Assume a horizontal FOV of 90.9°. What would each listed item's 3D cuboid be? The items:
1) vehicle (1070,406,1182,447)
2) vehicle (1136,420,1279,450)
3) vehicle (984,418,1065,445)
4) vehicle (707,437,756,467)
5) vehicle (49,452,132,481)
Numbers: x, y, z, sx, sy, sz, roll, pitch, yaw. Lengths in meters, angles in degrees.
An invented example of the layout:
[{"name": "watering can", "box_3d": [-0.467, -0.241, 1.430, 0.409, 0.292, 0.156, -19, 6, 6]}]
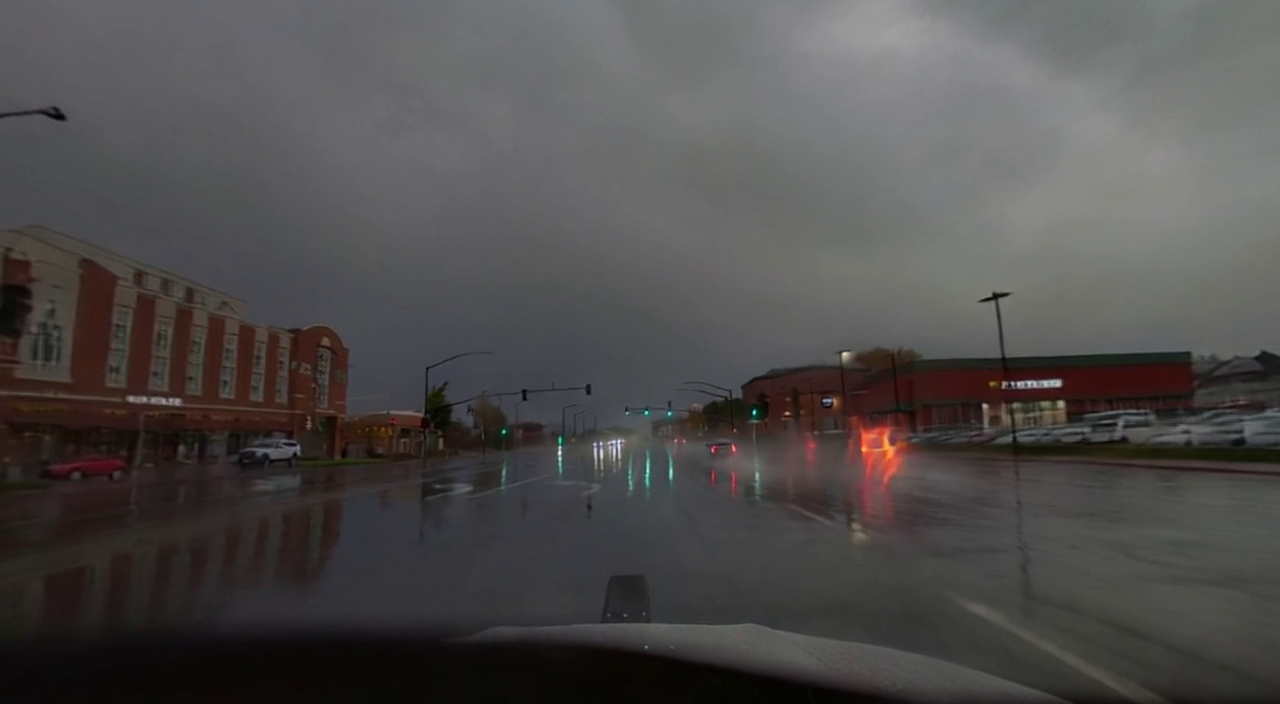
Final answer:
[{"name": "vehicle", "box_3d": [26.726, 4.221, 35.035, 2.340, 2.048, 6.148, -2, -9, 12]}, {"name": "vehicle", "box_3d": [27.037, 3.429, 26.326, 2.870, 1.165, 10.713, -1, -8, -9]}, {"name": "vehicle", "box_3d": [26.713, 5.569, 43.877, 4.326, 1.788, 1.984, 0, -8, -1]}, {"name": "vehicle", "box_3d": [4.880, 5.407, 34.279, 2.038, 1.528, 4.259, 0, -8, 0]}, {"name": "vehicle", "box_3d": [-33.727, 7.000, 38.840, 1.781, 1.590, 3.853, 0, -8, -4]}]
